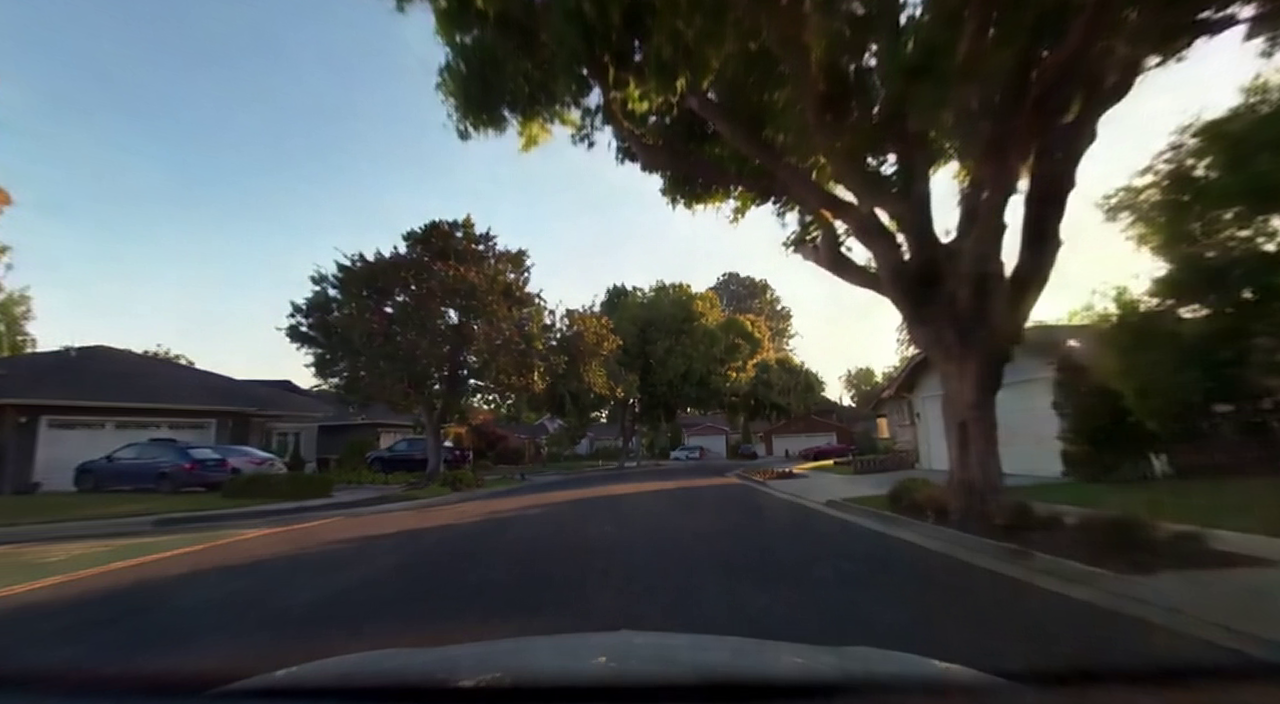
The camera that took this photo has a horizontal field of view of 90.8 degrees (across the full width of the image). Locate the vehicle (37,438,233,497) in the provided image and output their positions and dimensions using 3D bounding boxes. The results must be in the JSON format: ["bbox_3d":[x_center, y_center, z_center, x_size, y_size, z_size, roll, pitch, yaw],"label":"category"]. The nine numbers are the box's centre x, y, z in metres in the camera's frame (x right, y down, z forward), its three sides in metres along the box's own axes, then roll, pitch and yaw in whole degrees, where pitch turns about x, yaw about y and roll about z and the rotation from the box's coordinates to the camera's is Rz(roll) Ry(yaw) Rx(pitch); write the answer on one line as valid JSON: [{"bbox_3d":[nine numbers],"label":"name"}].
[{"bbox_3d":[-16.671,3.815,21.111,4.581,1.811,2.145,0,-9,-2],"label":"vehicle"}]
